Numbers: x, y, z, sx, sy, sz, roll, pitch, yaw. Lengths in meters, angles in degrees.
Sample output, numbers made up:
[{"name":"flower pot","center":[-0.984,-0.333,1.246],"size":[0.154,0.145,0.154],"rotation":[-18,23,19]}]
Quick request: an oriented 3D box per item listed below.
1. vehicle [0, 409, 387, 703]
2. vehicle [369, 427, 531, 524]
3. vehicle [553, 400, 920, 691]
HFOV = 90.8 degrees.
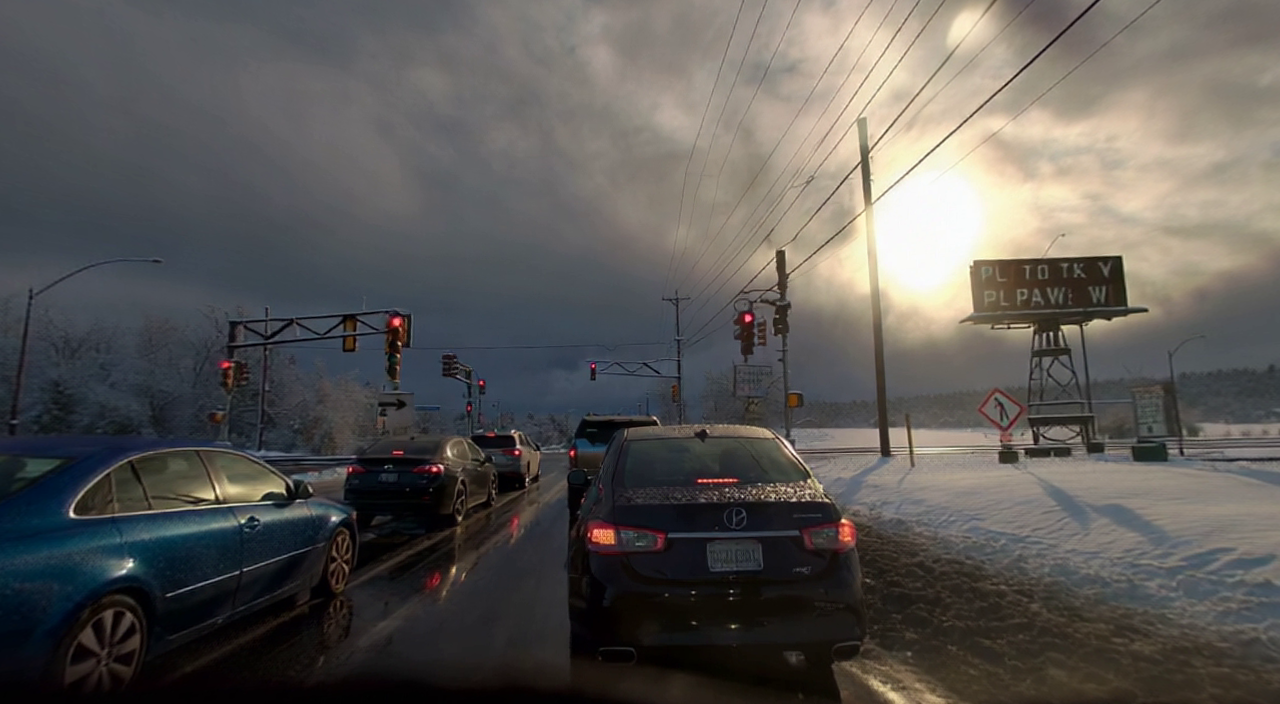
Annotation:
[{"name":"vehicle","center":[-3.709,1.249,4.450],"size":[1.956,1.468,4.585],"rotation":[0,-9,0]},{"name":"vehicle","center":[-3.362,2.263,12.080],"size":[1.984,1.505,3.982],"rotation":[0,-9,-2]},{"name":"vehicle","center":[0.408,1.332,5.460],"size":[1.998,1.529,3.960],"rotation":[1,-9,-4]}]
